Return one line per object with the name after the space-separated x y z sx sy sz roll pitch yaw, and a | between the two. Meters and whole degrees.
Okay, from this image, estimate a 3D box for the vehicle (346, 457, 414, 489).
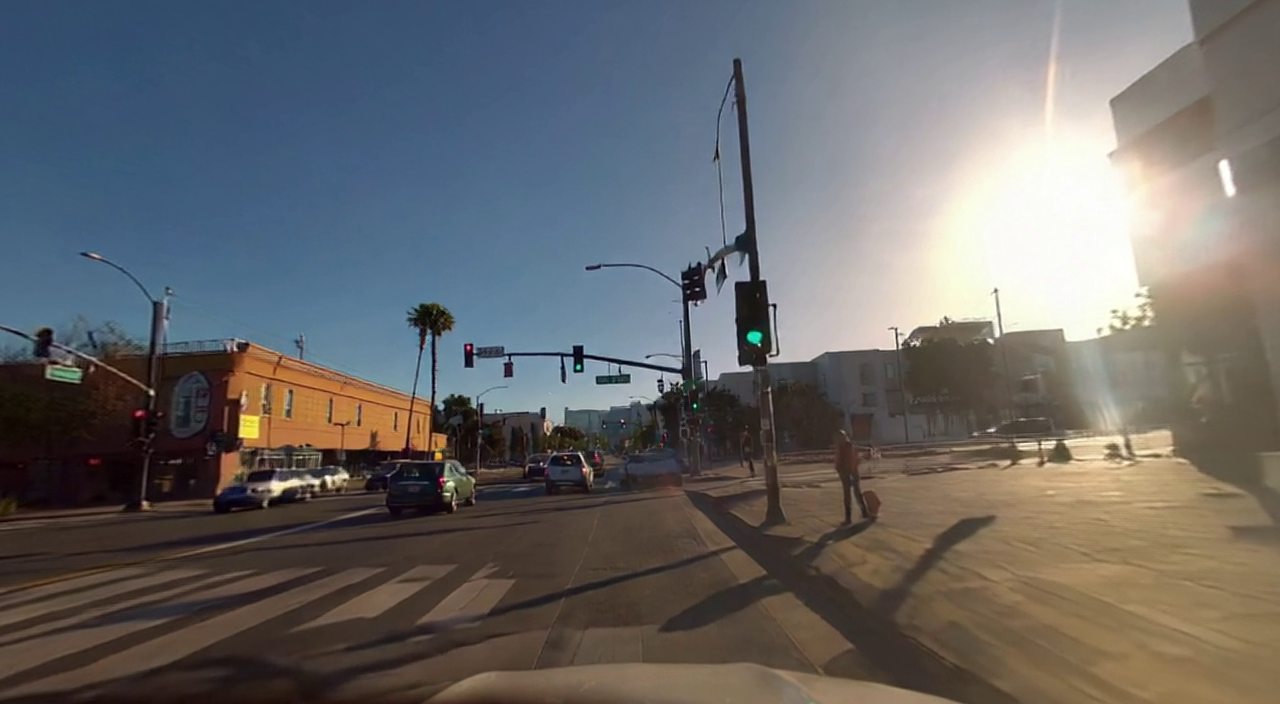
-15.225 7.074 37.119 2.139 1.692 4.099 0 -9 1 | vehicle

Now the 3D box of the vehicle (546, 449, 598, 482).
-3.310 5.620 31.443 2.147 1.472 4.406 0 -9 0 | vehicle

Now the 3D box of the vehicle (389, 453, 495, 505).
-6.350 4.095 20.813 1.960 1.479 4.654 0 -9 1 | vehicle

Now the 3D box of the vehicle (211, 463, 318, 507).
-15.414 5.451 26.161 1.955 1.500 4.458 1 -9 -4 | vehicle
